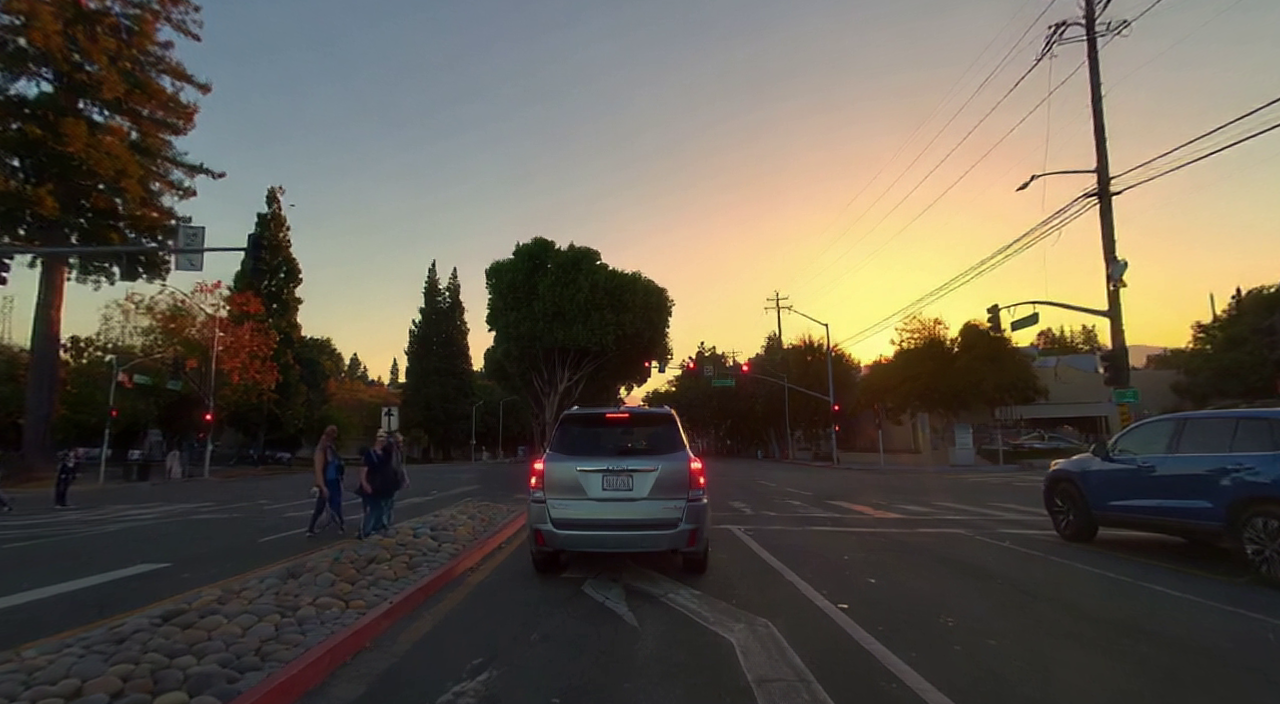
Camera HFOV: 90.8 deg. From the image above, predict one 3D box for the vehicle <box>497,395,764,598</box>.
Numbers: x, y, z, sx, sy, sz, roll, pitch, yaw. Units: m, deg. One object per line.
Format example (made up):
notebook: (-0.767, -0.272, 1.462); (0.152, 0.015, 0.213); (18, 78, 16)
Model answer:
vehicle: (-0.111, 1.562, 7.641); (2.285, 1.729, 4.252); (0, -9, -1)

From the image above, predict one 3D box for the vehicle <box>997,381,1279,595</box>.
vehicle: (6.580, 1.437, 7.239); (2.119, 1.827, 4.806); (0, -9, 0)
